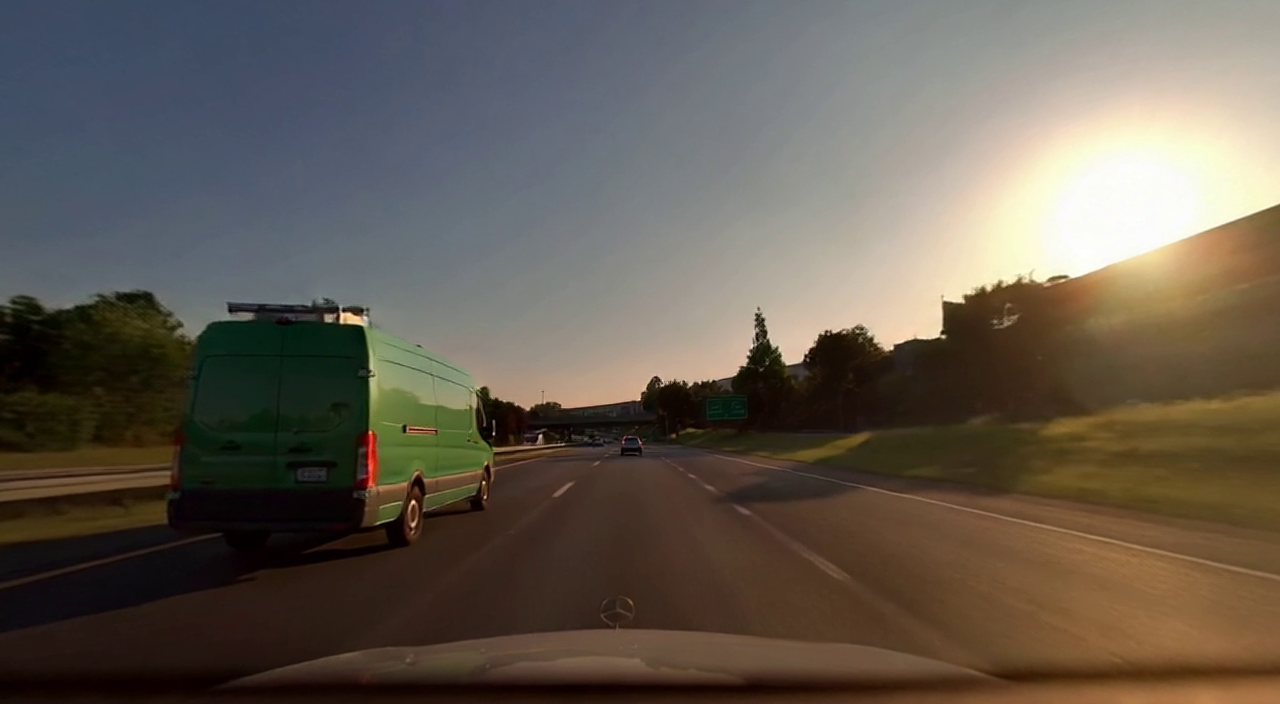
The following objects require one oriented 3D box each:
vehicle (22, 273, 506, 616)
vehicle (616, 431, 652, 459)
[{"bbox_3d":[-3.414,1.047,7.705,2.424,2.577,5.828,0,-8,-2],"label":"vehicle"},{"bbox_3d":[-0.370,5.718,38.996,2.104,1.646,4.176,0,-8,-1],"label":"vehicle"}]
